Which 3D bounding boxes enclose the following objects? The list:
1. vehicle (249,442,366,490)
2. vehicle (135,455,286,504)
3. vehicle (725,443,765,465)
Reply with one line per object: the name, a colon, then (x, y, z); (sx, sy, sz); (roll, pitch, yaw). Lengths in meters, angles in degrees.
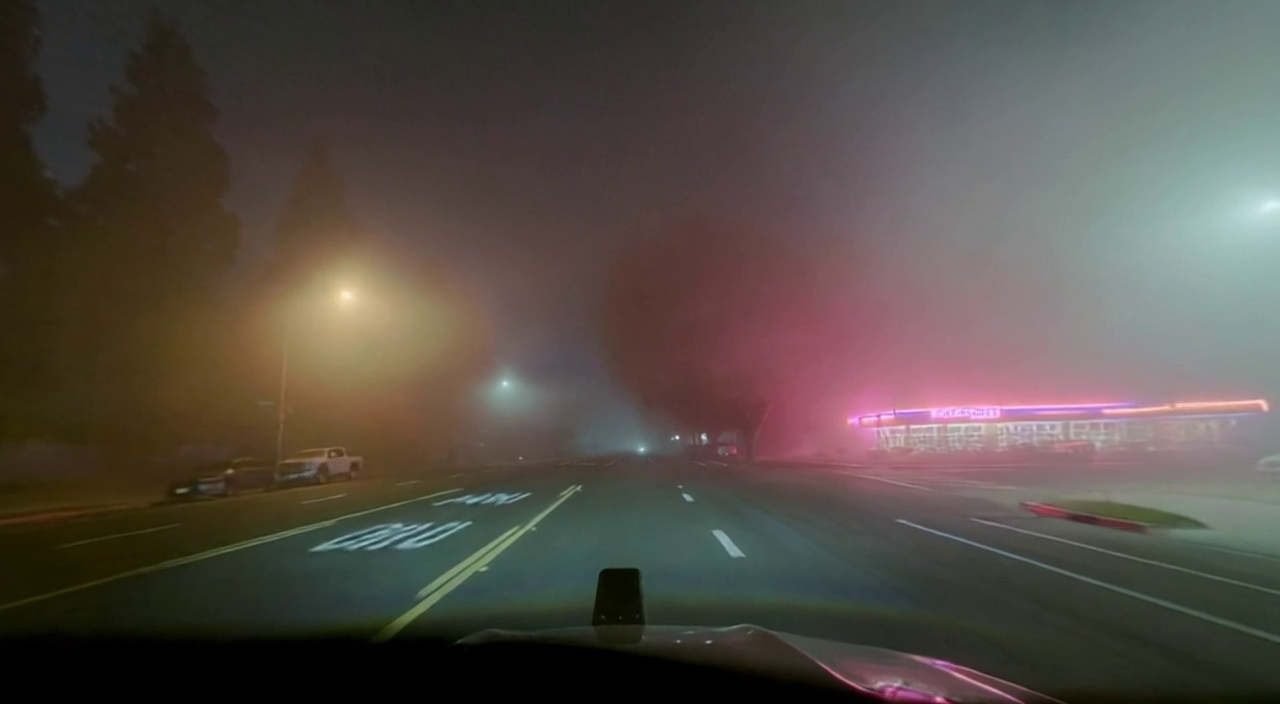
vehicle: (-14.788, 5.061, 28.638); (2.164, 1.933, 5.804); (0, -8, 0)
vehicle: (-14.904, 4.415, 22.323); (2.106, 1.479, 4.541); (0, -8, 1)
vehicle: (7.281, 7.090, 44.121); (2.057, 1.478, 4.356); (0, -8, 0)
